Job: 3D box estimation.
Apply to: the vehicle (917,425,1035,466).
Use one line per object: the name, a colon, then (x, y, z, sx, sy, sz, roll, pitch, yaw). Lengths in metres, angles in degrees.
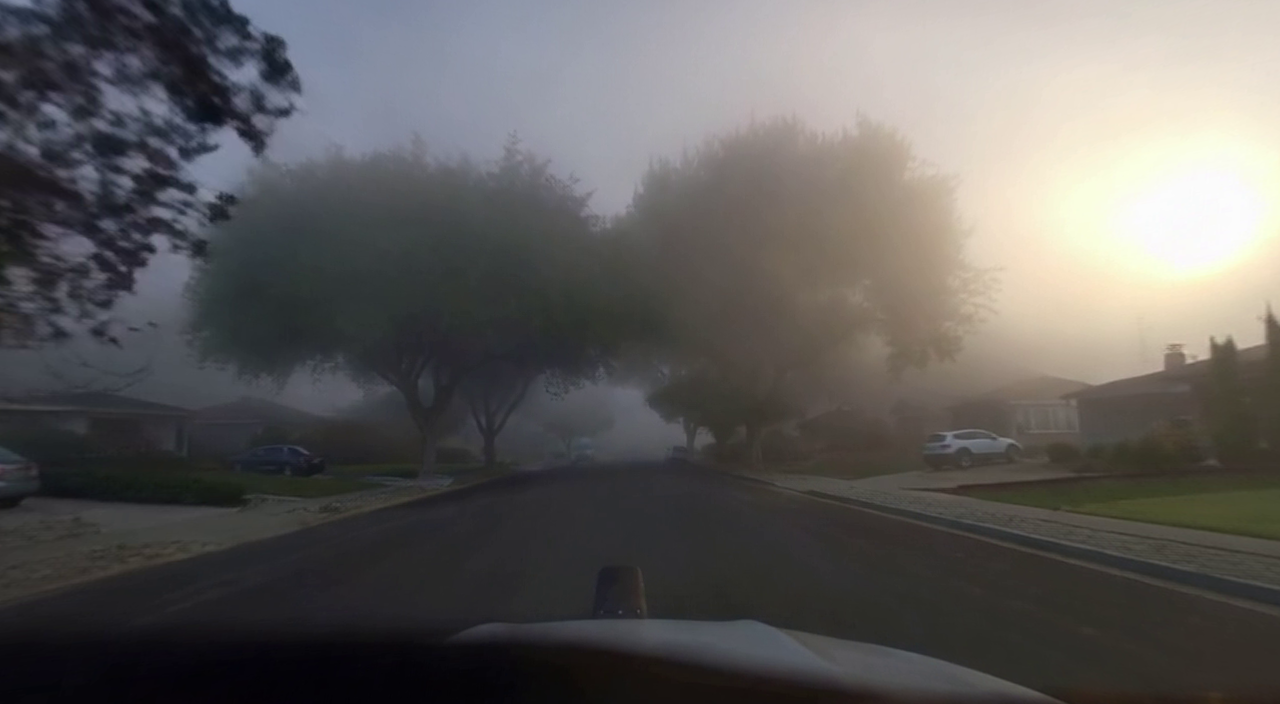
vehicle: (15.101, 4.186, 28.340, 4.468, 1.728, 2.135, 3, -9, -20)

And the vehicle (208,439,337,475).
vehicle: (-16.015, 4.606, 27.620, 4.351, 1.474, 2.015, 0, -9, -2)
